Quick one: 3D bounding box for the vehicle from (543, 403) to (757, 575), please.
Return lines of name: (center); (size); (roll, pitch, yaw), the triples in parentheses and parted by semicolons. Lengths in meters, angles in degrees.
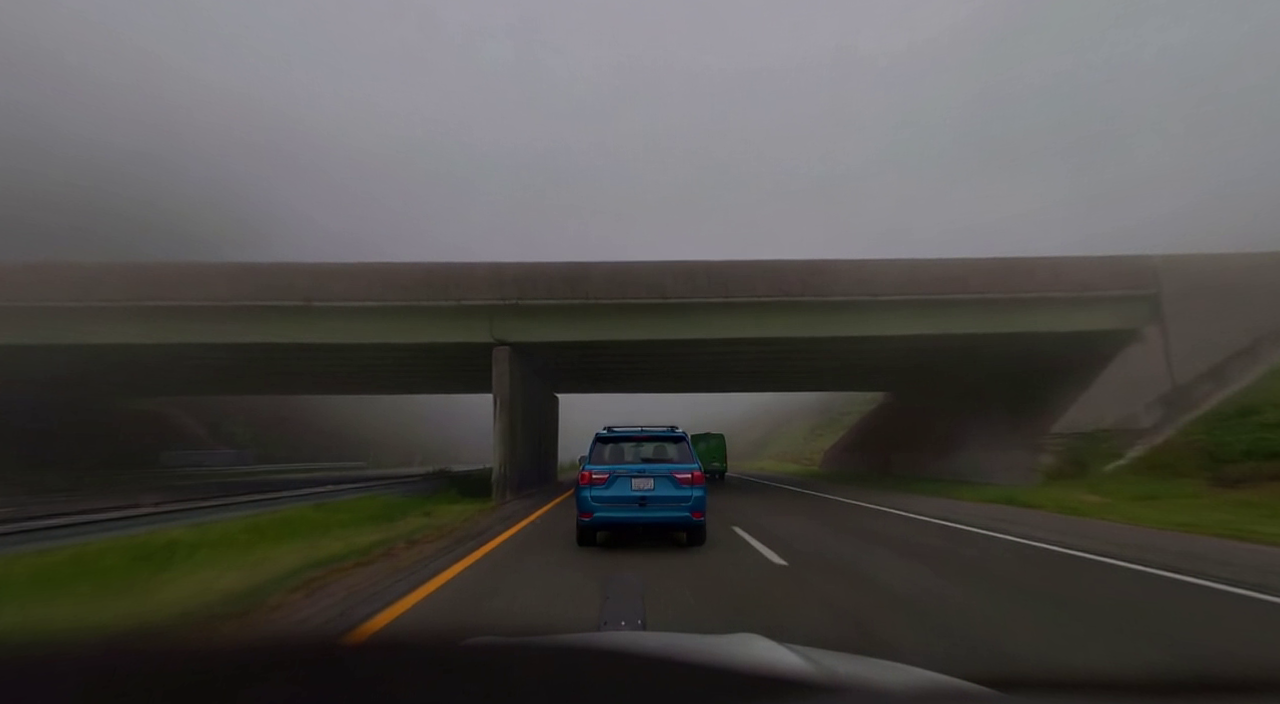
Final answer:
vehicle: (0.111, 1.783, 8.864); (2.288, 1.823, 4.059); (0, -9, 0)
